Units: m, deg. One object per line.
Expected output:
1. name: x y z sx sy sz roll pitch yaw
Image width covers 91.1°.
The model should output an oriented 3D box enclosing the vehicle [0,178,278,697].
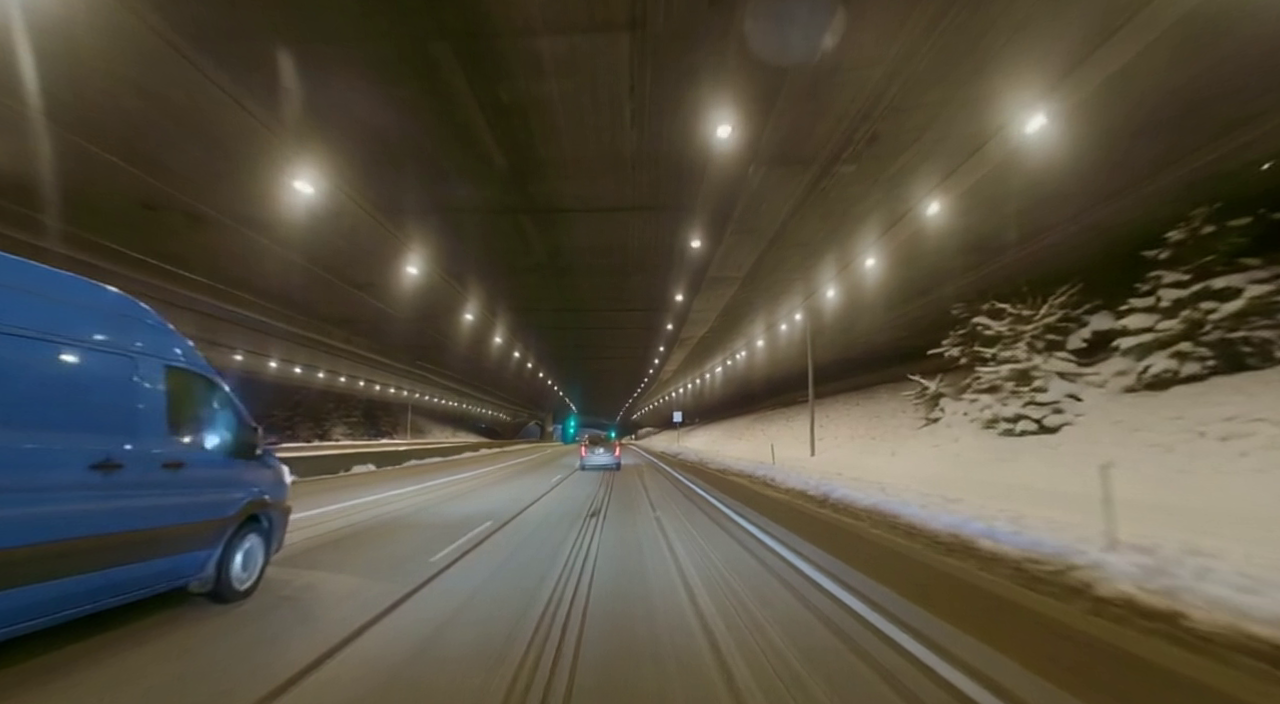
1. vehicle: -4.259 0.352 2.547 2.404 2.459 5.229 0 -8 0

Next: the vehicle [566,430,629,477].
1. vehicle: -1.448 3.649 22.985 2.095 1.553 4.069 0 -8 -1
